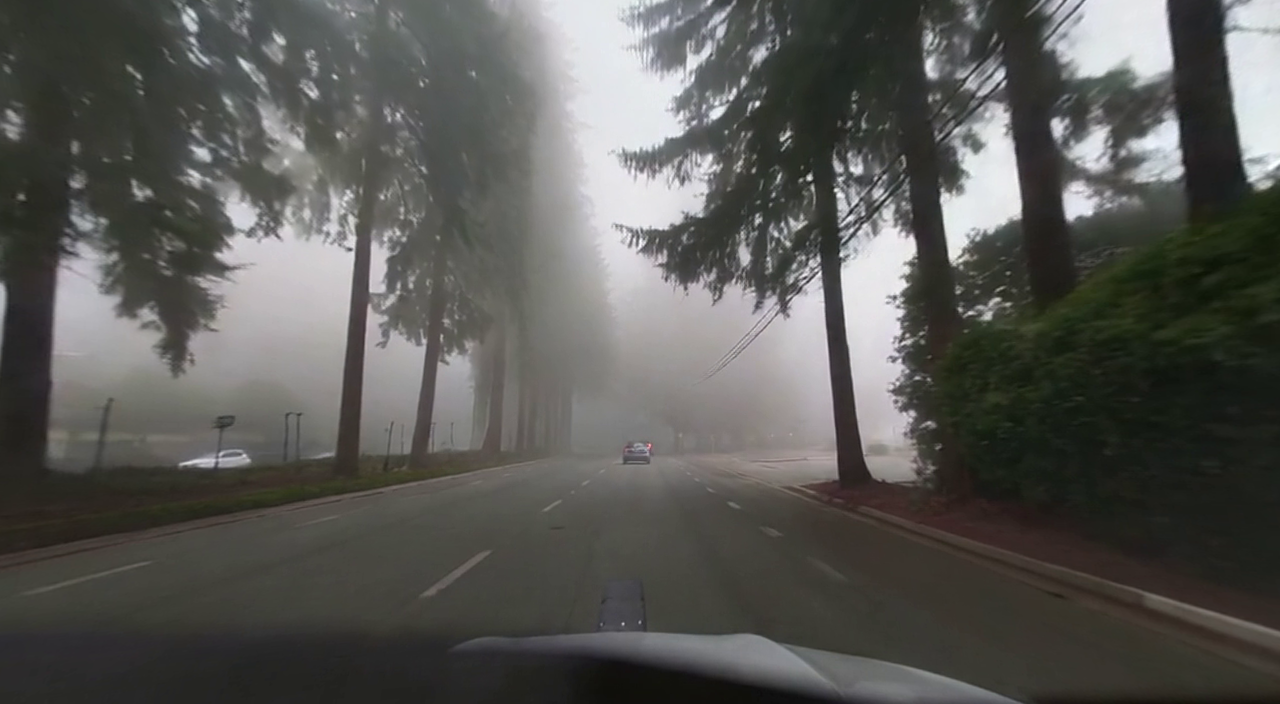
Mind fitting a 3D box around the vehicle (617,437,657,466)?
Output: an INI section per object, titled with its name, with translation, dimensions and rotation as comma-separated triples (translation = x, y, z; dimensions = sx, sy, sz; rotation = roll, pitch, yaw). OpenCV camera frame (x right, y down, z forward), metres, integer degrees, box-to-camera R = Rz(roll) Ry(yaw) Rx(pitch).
[vehicle]
translation = -0.160, 5.363, 33.968
dimensions = 1.991, 1.463, 3.988
rotation = 0, -9, 0
